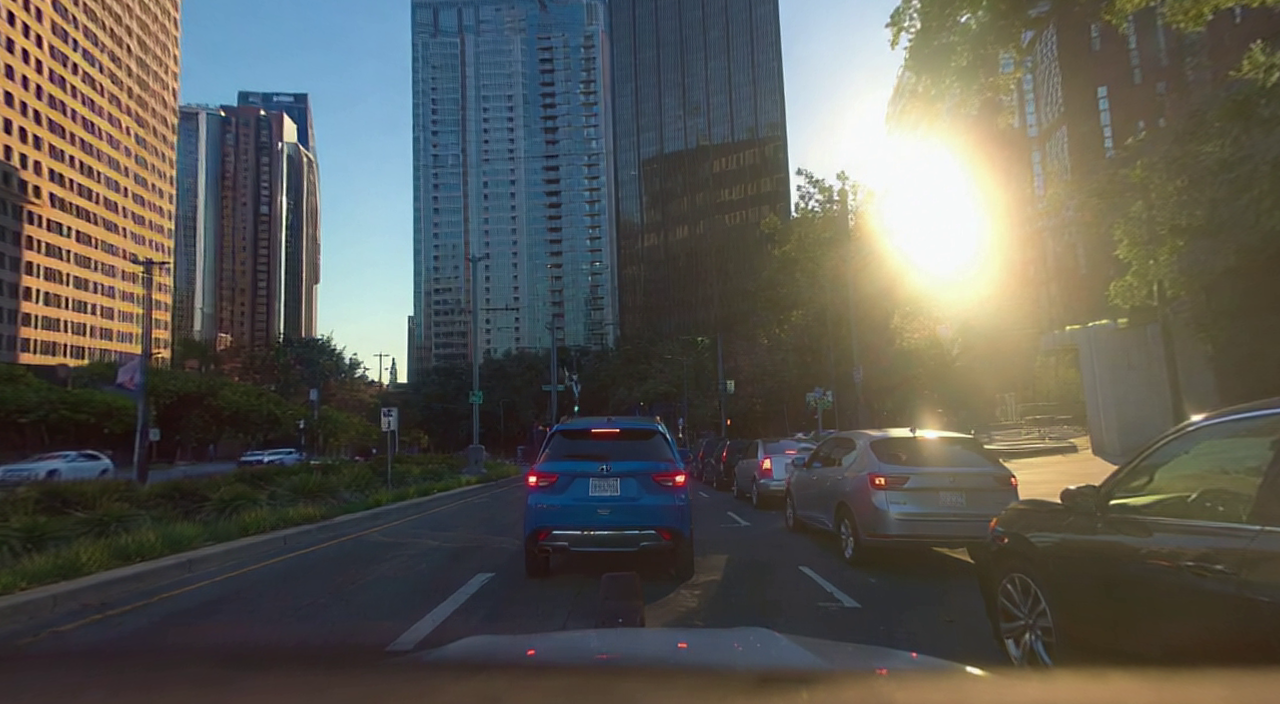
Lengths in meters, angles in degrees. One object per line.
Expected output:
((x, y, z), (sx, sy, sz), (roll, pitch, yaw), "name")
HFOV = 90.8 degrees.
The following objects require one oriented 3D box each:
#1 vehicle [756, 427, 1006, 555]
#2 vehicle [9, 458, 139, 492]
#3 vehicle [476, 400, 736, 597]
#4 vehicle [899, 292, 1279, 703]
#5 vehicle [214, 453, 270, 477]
((3.270, 1.986, 9.811), (1.941, 1.482, 4.632), (0, -9, -2), "vehicle")
((-27.536, 5.948, 30.988), (1.967, 1.428, 4.832), (0, -9, -1), "vehicle")
((-0.345, 1.581, 7.611), (2.249, 1.684, 4.084), (0, -9, -2), "vehicle")
((2.993, 0.749, 2.254), (2.063, 1.760, 4.664), (0, -9, -1), "vehicle")
((-26.908, 7.629, 42.874), (1.960, 1.459, 4.699), (2, -9, -17), "vehicle")
